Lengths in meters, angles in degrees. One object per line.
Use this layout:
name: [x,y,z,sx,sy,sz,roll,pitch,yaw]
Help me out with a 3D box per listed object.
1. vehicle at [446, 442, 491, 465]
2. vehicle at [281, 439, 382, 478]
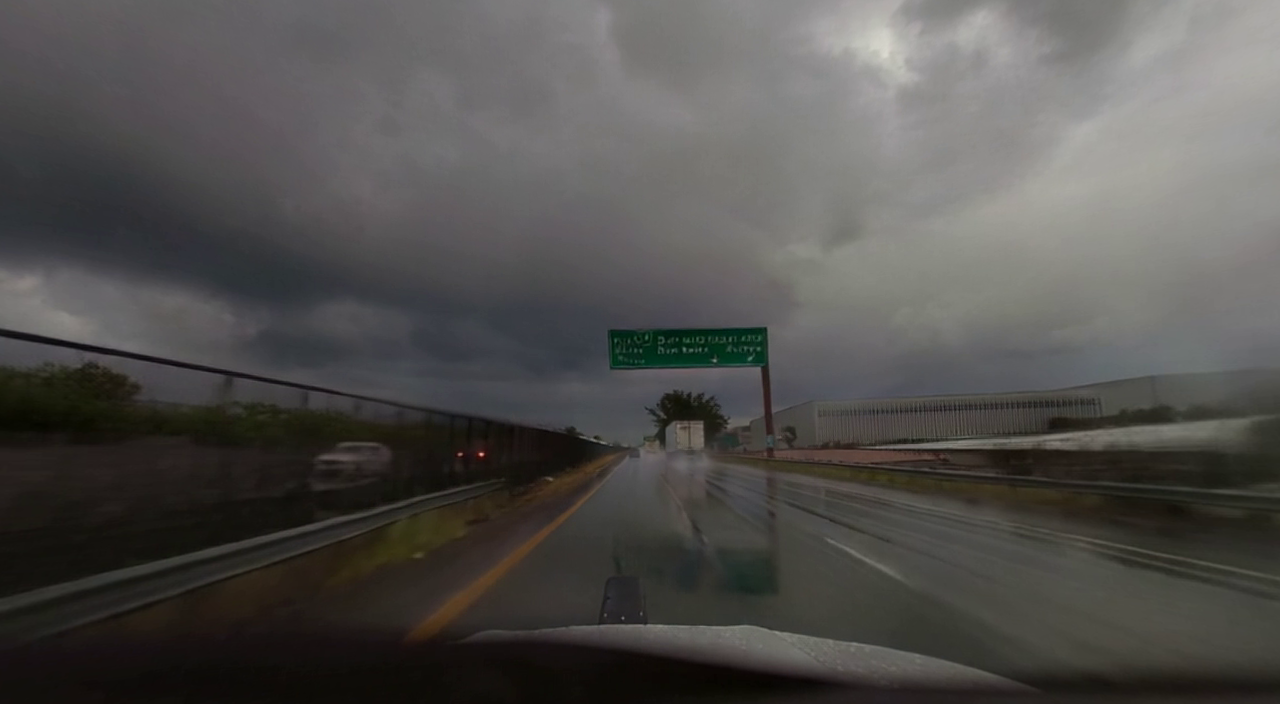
vehicle: [-12.217,7.234,45.158,1.914,1.562,4.690,0,-9,0]
vehicle: [-12.932,4.491,26.829,1.890,1.474,4.672,0,-9,1]
